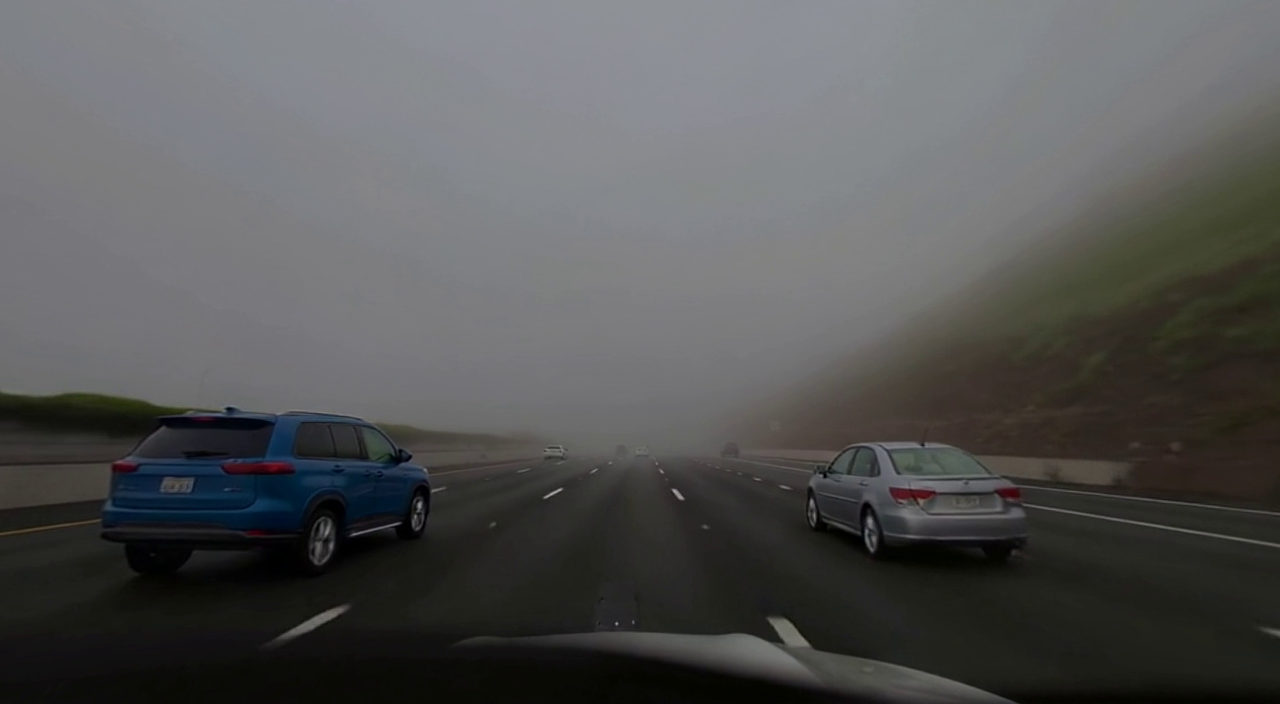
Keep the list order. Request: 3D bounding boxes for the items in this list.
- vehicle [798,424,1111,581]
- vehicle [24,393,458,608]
[{"bbox_3d":[3.576,1.776,8.288,1.847,1.493,4.303,0,-9,-1],"label":"vehicle"},{"bbox_3d":[-3.903,1.548,7.505,2.047,1.715,4.689,0,-9,0],"label":"vehicle"}]
